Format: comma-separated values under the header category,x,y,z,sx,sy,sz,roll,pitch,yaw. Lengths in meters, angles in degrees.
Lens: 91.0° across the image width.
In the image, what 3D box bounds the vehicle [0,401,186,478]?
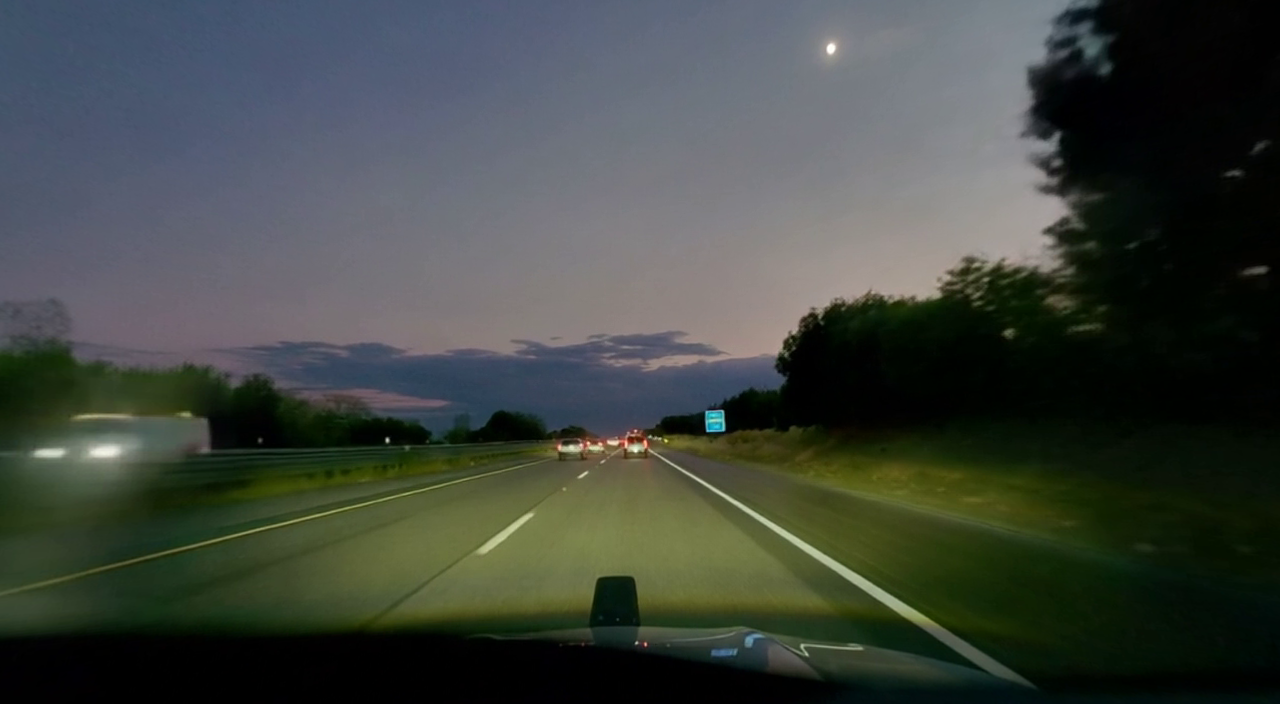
category,x,y,z,sx,sy,sz,roll,pitch,yaw
vehicle,-16.966,2.688,19.444,2.246,2.061,4.905,0,-8,-1

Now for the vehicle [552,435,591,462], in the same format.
category,x,y,z,sx,sy,sz,roll,pitch,yaw
vehicle,-4.251,6.079,39.752,2.062,1.567,4.117,0,-8,-1

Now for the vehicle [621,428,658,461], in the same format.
category,x,y,z,sx,sy,sz,roll,pitch,yaw
vehicle,-0.111,5.843,39.930,2.223,1.957,4.416,0,-8,-2
